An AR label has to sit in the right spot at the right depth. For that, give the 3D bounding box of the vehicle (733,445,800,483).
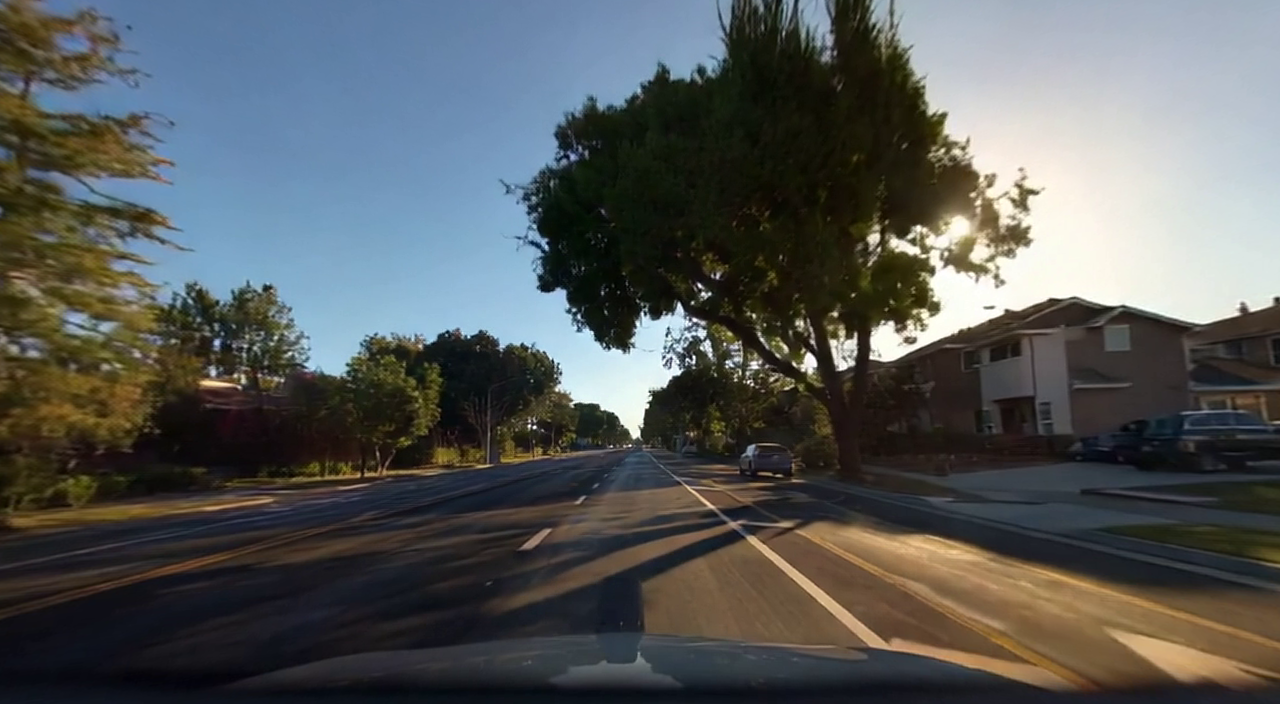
[{"bbox_3d":[5.313,4.764,27.153,1.984,1.418,4.709,2,-9,1],"label":"vehicle"}]

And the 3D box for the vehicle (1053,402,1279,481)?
[{"bbox_3d":[15.245,2.572,18.115,5.136,1.795,2.244,-3,-9,-3],"label":"vehicle"}]
